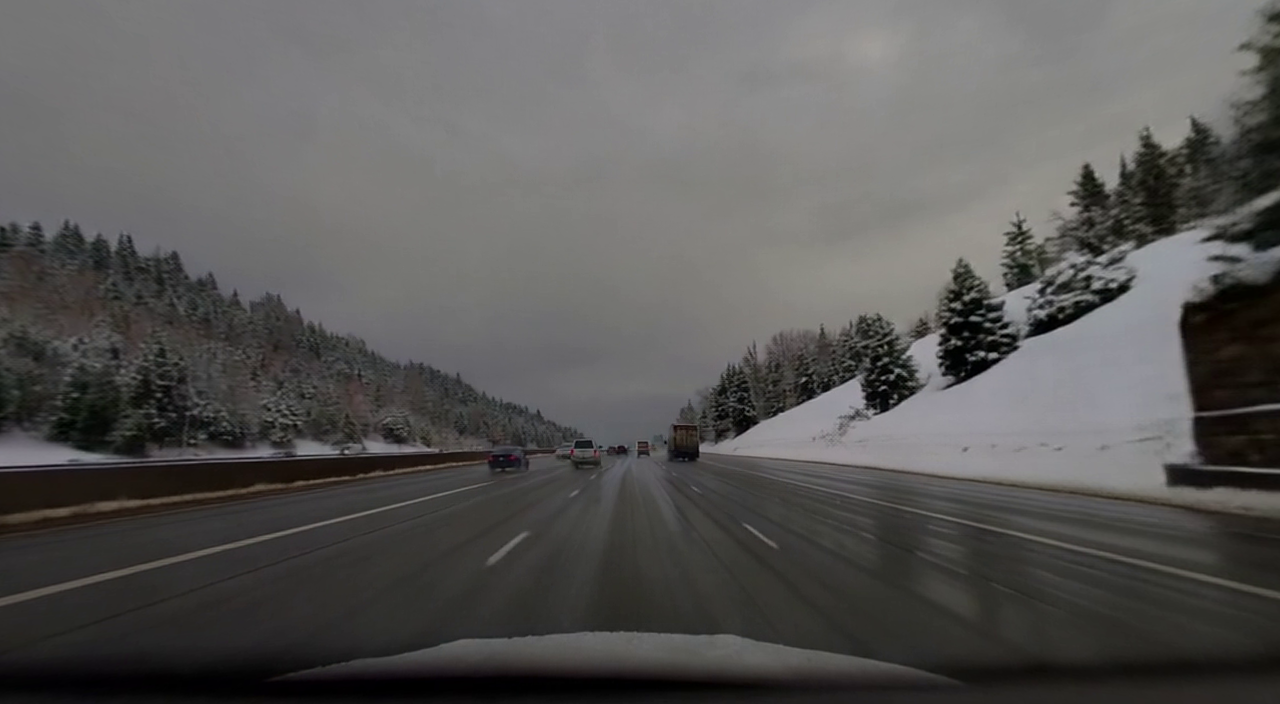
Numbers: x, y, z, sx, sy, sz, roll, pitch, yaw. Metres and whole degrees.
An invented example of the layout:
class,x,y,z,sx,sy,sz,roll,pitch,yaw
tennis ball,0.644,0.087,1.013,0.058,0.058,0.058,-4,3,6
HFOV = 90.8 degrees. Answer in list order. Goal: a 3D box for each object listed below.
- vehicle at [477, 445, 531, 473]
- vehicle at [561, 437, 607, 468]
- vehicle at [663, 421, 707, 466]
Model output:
class,x,y,z,sx,sy,sz,roll,pitch,yaw
vehicle,-7.821,6.158,36.735,2.102,1.522,4.394,0,-8,0
vehicle,-3.904,7.155,45.061,2.720,2.041,5.432,0,-8,1
vehicle,3.305,7.027,48.381,2.795,3.187,7.205,0,-8,0
